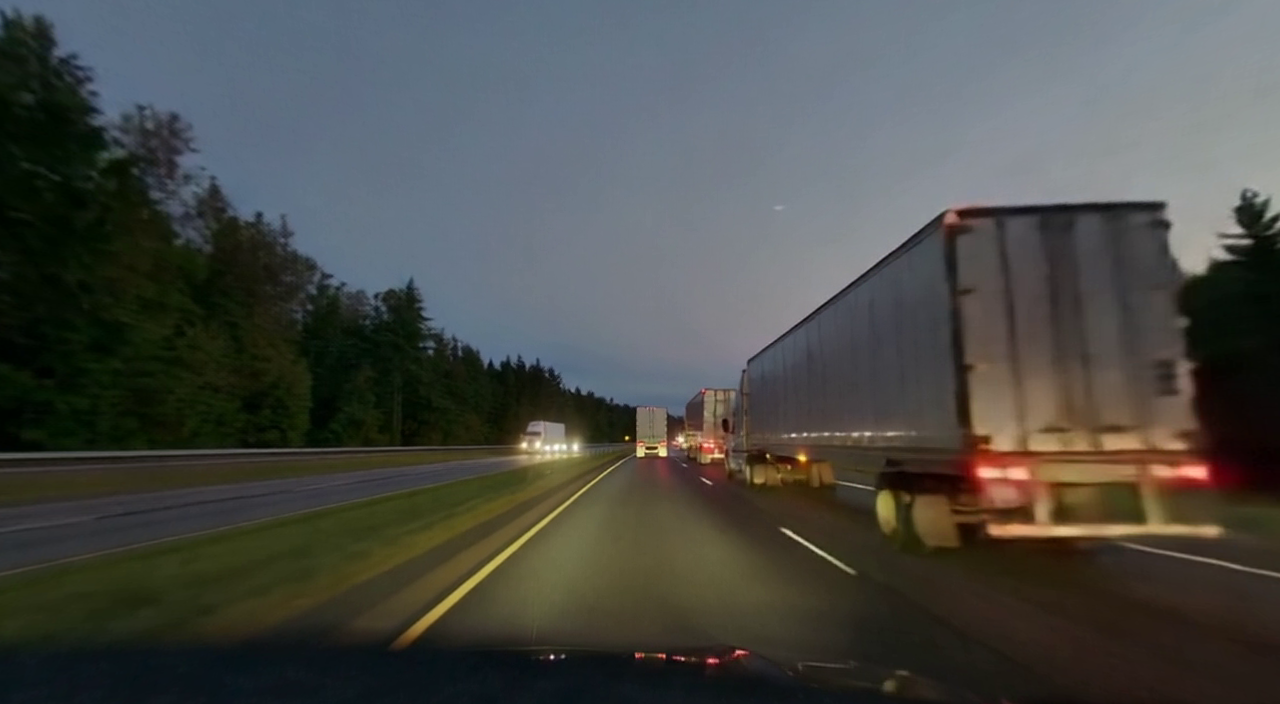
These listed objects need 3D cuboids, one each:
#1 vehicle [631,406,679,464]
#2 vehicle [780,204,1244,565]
[{"bbox_3d":[0.875,5.201,39.244,2.644,3.247,7.454,-1,-8,1],"label":"vehicle"},{"bbox_3d":[4.903,0.854,11.031,2.843,3.940,8.349,-1,-8,0],"label":"vehicle"}]
